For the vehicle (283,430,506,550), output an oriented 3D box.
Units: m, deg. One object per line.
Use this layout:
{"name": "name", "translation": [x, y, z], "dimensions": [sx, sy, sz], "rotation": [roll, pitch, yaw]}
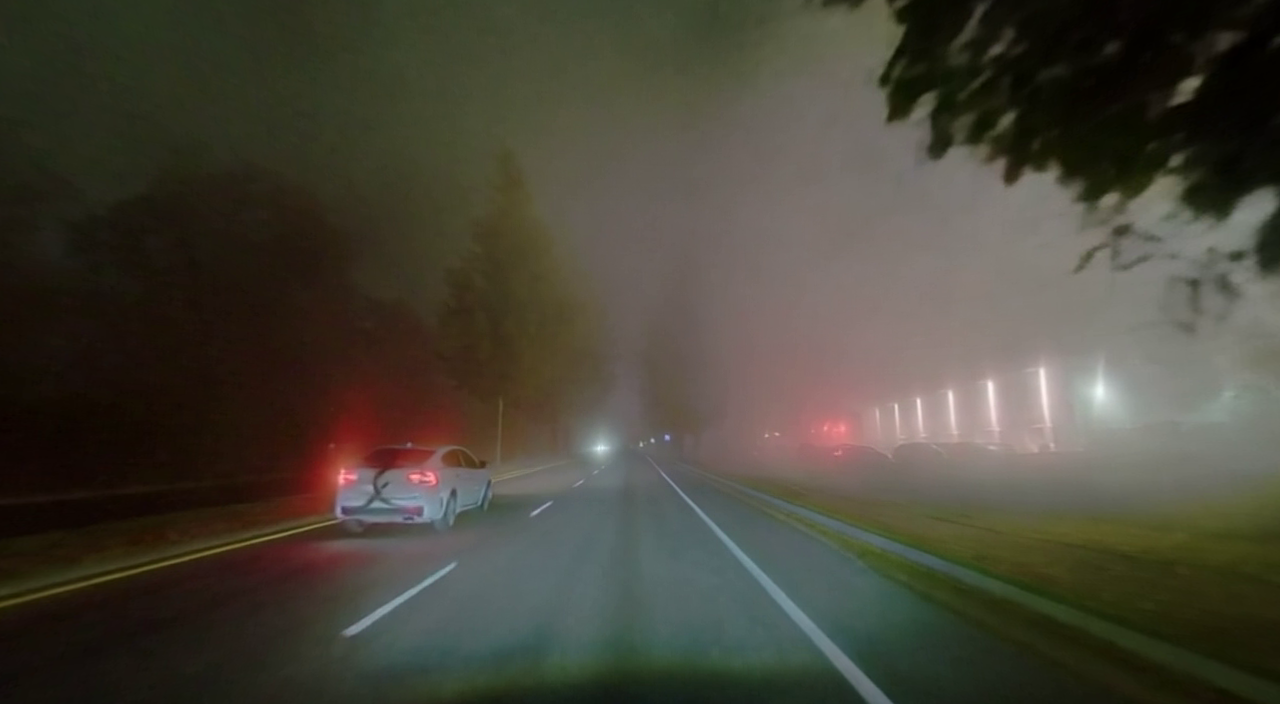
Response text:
{"name": "vehicle", "translation": [-3.653, 2.108, 10.318], "dimensions": [2.030, 1.550, 3.925], "rotation": [0, -8, 0]}
